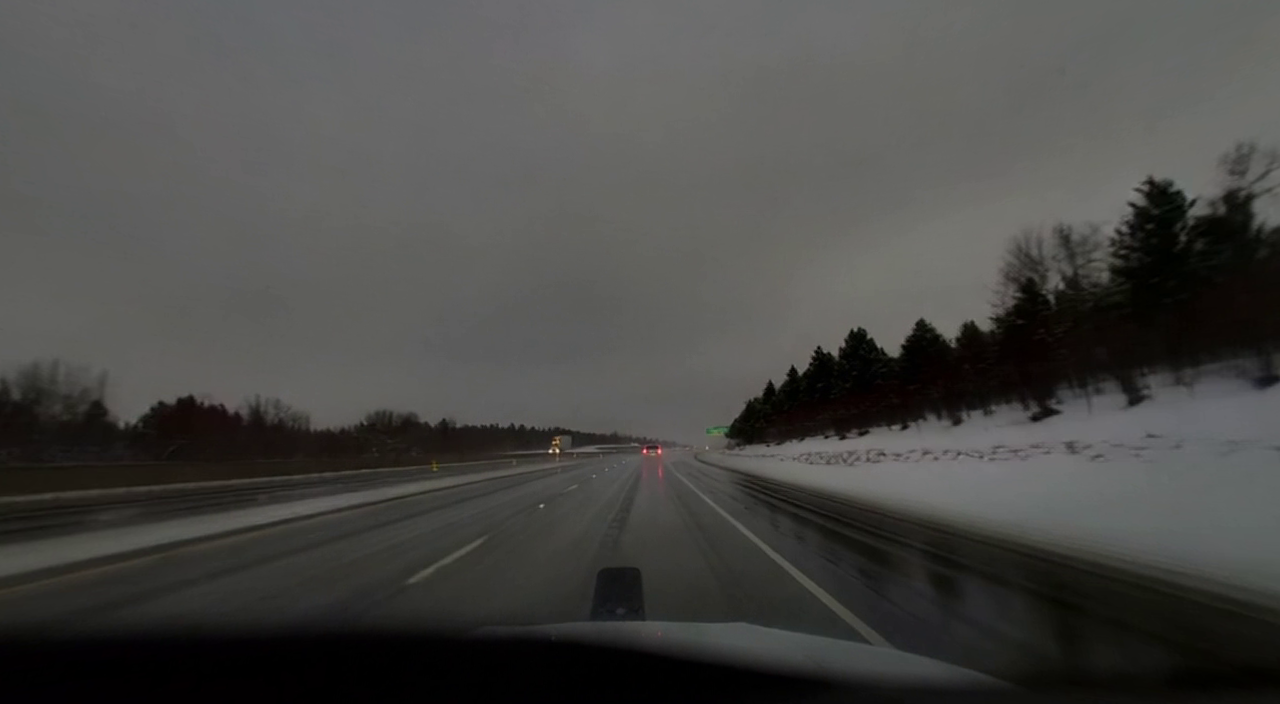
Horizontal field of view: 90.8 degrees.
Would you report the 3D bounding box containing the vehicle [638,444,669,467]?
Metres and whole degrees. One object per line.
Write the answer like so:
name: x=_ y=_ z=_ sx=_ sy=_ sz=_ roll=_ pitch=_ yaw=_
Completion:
vehicle: x=1.000 y=7.788 z=47.503 sx=2.221 sy=1.603 sz=4.149 roll=0 pitch=-9 yaw=1
